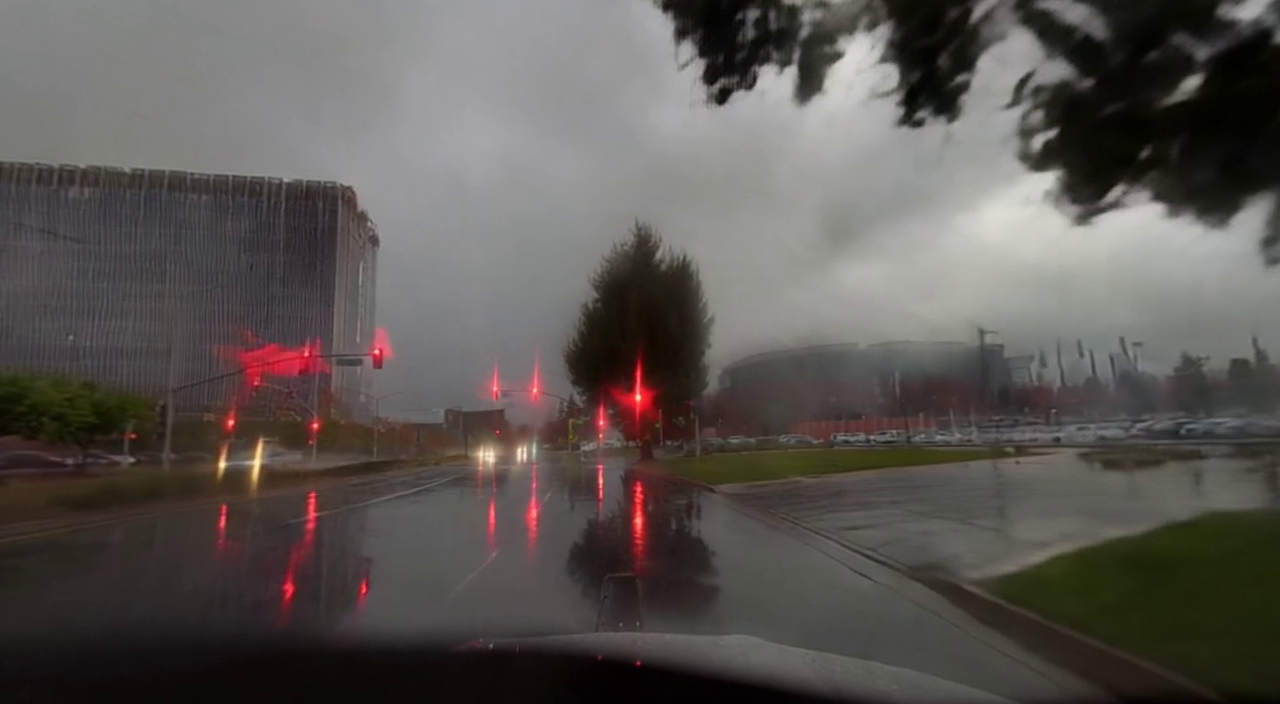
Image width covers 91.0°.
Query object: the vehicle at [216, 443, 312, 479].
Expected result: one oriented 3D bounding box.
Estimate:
[{"bbox_3d":[-18.440,5.361,31.165,1.870,1.594,4.447,0,-9,2],"label":"vehicle"}]
